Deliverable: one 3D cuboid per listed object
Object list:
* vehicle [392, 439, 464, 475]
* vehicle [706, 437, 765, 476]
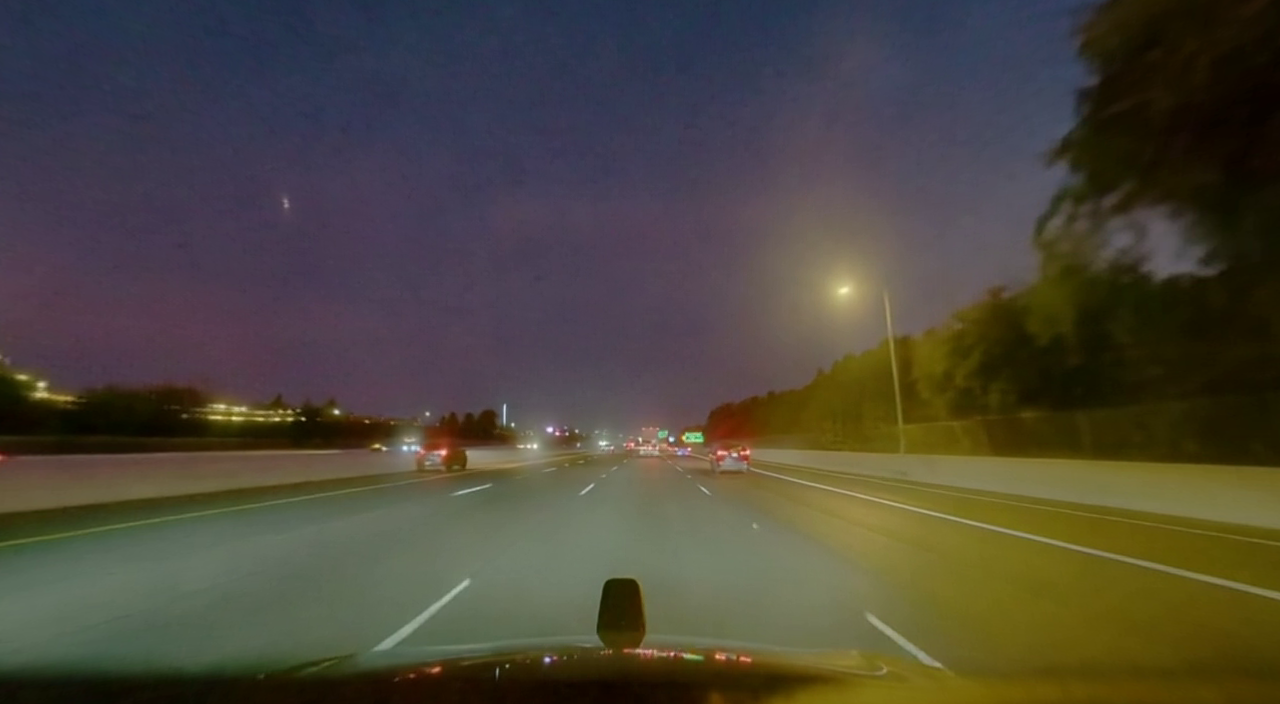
[{"bbox_3d":[-10.780,5.355,32.338,1.998,1.712,4.671,0,-9,1],"label":"vehicle"},{"bbox_3d":[4.303,4.794,28.996,2.046,1.655,4.143,0,-8,0],"label":"vehicle"}]
